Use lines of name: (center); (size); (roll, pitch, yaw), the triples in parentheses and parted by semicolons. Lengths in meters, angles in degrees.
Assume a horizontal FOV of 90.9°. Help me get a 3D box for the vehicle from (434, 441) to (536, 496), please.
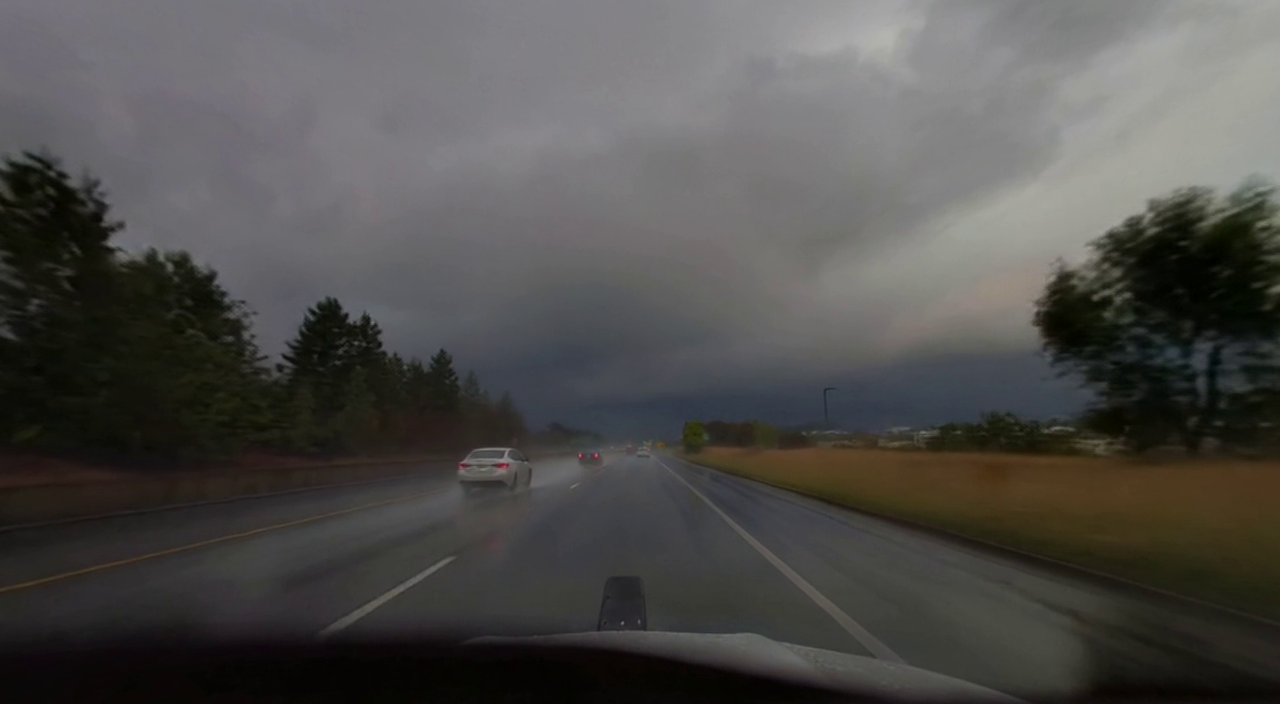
vehicle: (-4.671, 3.590, 19.739); (1.975, 1.501, 4.603); (0, -9, 1)

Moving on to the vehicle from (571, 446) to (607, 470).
vehicle: (-3.347, 7.029, 41.997); (2.005, 1.474, 3.921); (0, -9, 1)
